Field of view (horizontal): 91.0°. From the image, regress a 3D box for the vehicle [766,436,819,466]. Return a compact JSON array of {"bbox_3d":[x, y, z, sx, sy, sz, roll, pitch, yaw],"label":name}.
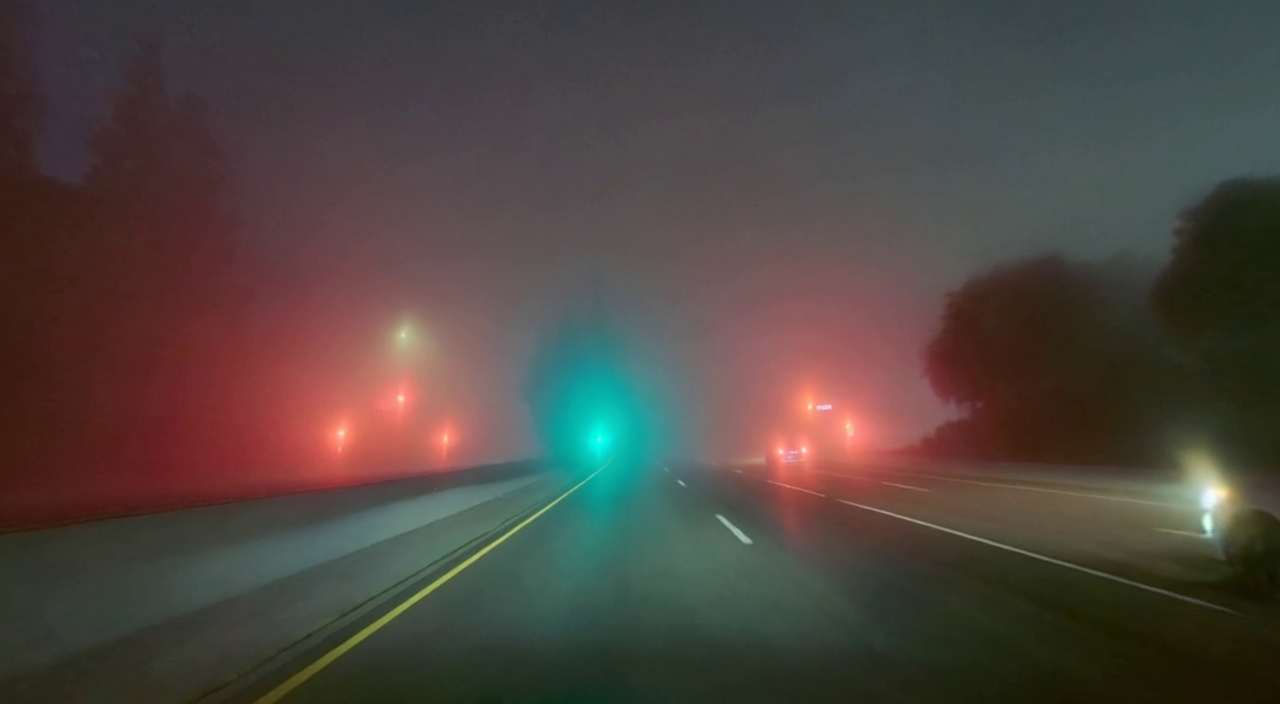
[{"bbox_3d":[9.724,6.360,40.600,2.170,1.830,4.720,0,-9,-1],"label":"vehicle"}]
